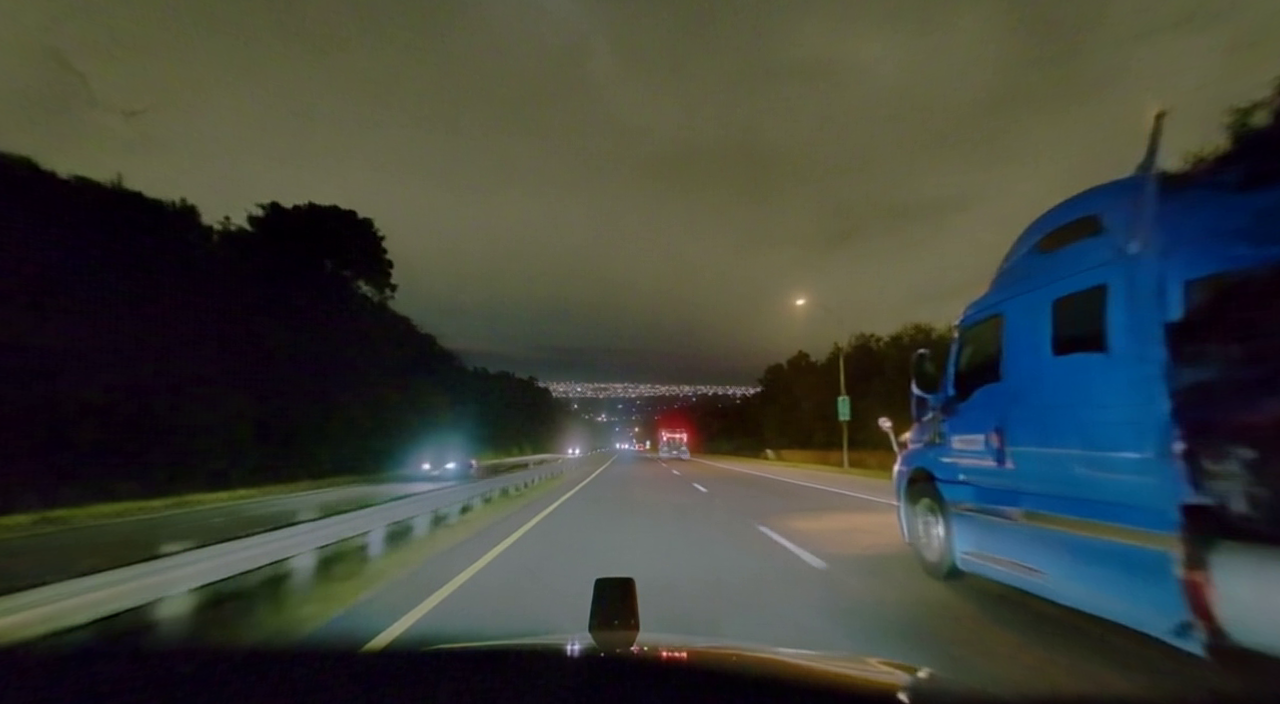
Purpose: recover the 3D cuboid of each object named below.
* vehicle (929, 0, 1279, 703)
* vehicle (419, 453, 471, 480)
[{"bbox_3d":[4.241,-0.331,0.600,3.101,3.507,9.878,0,-8,-1],"label":"vehicle"},{"bbox_3d":[-12.406,7.271,40.232,1.923,1.507,4.349,-1,-8,0],"label":"vehicle"}]
